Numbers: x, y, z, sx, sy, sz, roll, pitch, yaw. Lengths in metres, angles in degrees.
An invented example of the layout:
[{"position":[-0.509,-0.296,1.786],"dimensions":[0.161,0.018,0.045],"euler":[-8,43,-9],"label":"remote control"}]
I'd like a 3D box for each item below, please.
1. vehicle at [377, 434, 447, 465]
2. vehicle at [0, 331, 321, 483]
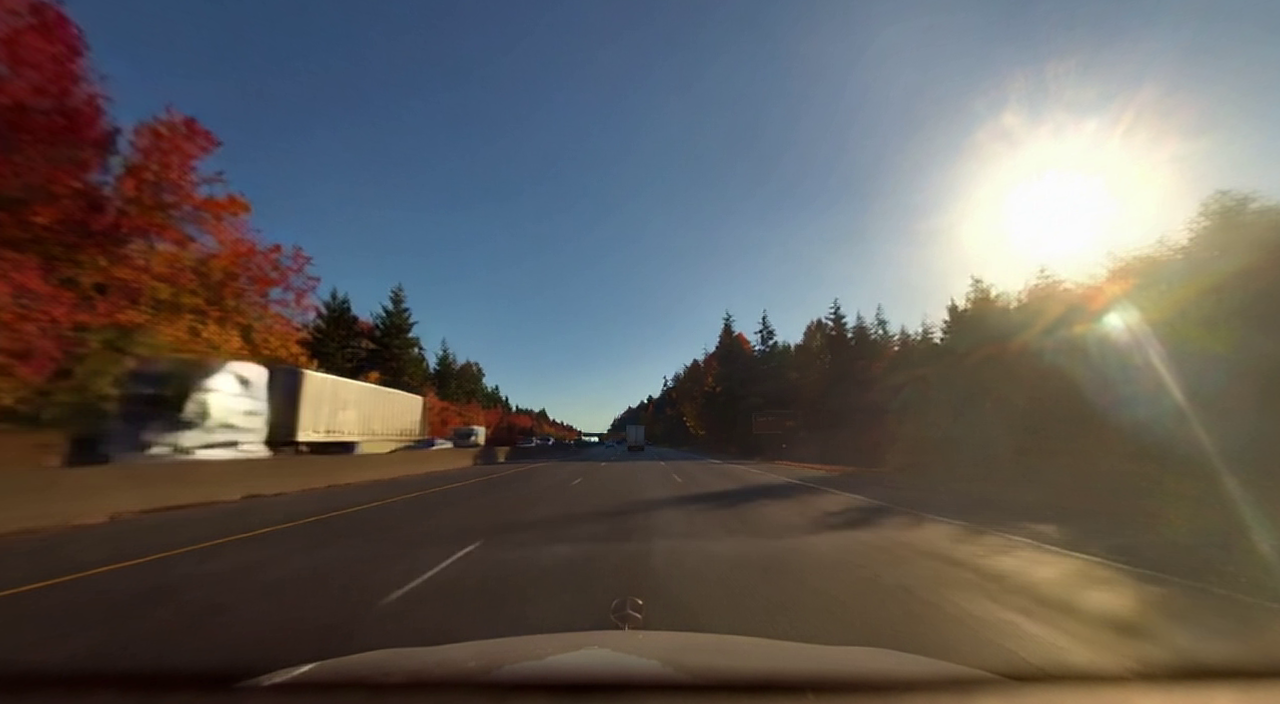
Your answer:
[{"position":[-11.669,5.012,32.504],"dimensions":[1.933,1.497,4.435],"euler":[0,-8,0],"label":"vehicle"},{"position":[-15.534,2.188,22.018],"dimensions":[3.051,4.038,10.652],"euler":[0,-8,0],"label":"vehicle"}]
